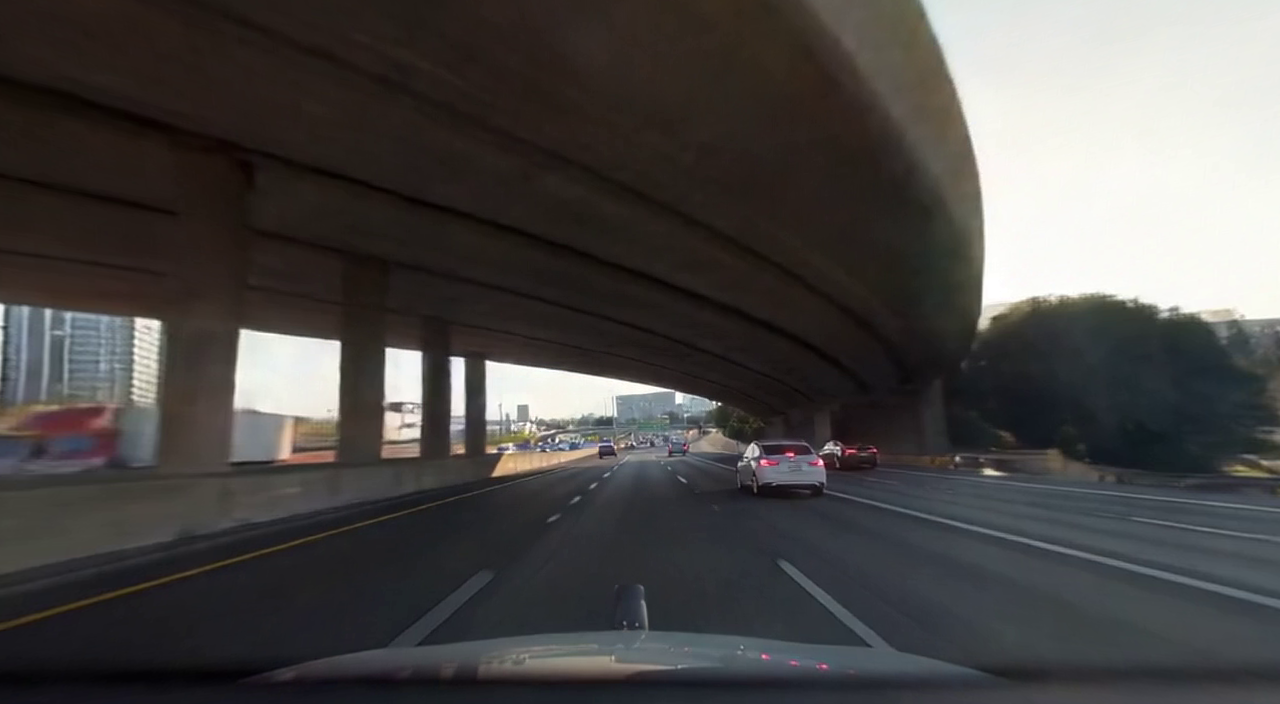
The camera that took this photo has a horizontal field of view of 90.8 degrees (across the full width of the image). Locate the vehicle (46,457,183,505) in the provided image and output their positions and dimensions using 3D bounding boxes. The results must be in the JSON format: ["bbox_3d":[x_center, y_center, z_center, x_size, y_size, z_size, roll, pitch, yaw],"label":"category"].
[{"bbox_3d":[-21.657,5.288,26.303,1.954,1.694,4.325,0,-8,0],"label":"vehicle"}]

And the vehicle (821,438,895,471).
[{"bbox_3d":[10.650,5.039,31.196,2.019,1.529,4.385,0,-8,-1],"label":"vehicle"}]

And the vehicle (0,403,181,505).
[{"bbox_3d":[-25.642,4.607,28.896,3.040,3.957,8.113,0,-8,0],"label":"vehicle"}]

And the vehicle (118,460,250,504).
[{"bbox_3d":[-17.770,5.050,24.926,1.856,1.479,4.463,0,-8,0],"label":"vehicle"}]

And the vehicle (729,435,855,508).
[{"bbox_3d":[3.492,2.812,15.340,1.961,1.504,4.094,0,-8,-1],"label":"vehicle"}]
